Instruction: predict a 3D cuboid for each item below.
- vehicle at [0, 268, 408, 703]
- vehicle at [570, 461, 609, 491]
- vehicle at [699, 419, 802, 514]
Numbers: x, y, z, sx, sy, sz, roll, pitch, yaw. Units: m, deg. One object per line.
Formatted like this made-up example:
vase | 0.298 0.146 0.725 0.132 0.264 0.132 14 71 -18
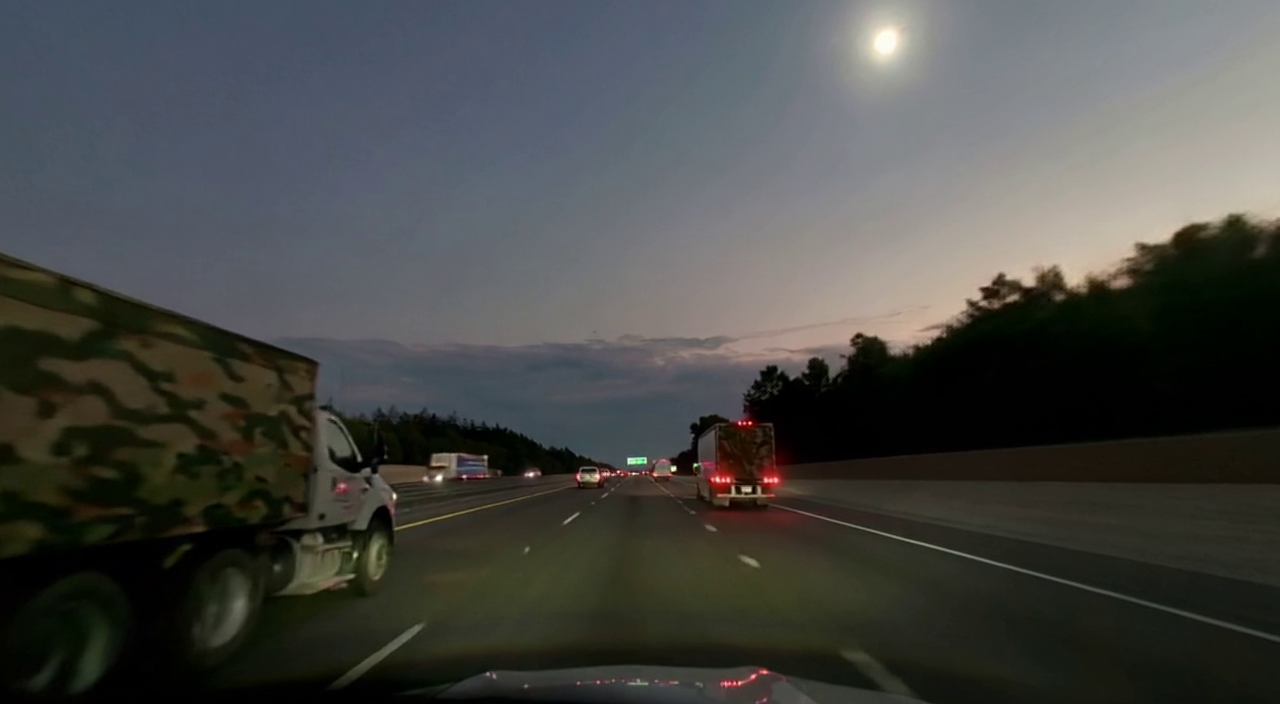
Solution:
vehicle | -3.432 0.885 3.353 2.378 1.930 5.086 1 -11 0
vehicle | -3.401 8.478 43.270 2.204 1.852 4.661 1 -11 1
vehicle | 3.767 4.132 22.796 2.703 2.988 5.097 1 -11 -1
